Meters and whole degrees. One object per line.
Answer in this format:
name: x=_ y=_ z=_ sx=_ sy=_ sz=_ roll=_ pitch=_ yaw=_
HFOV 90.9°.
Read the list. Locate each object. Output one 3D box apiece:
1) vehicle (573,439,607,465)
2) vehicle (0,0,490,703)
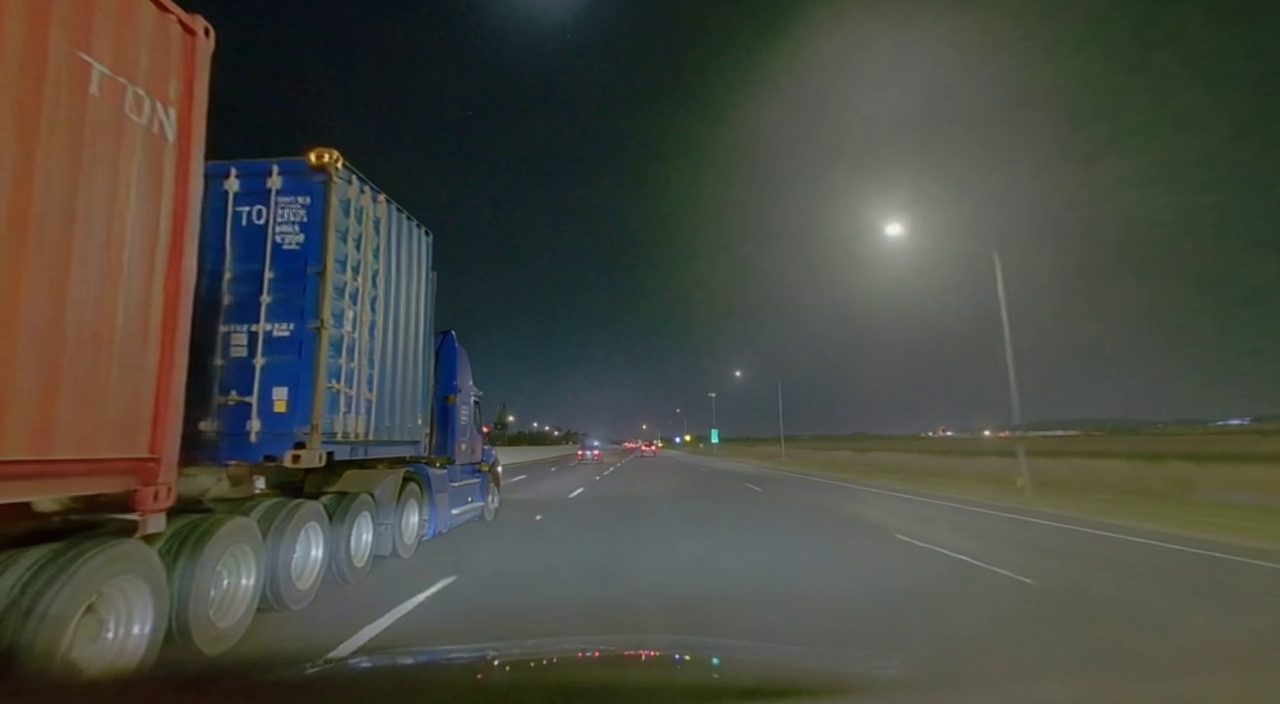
vehicle: x=-3.458 y=6.976 z=44.177 sx=1.995 sy=1.745 sz=4.187 roll=0 pitch=-8 yaw=1
vehicle: x=-3.994 y=-0.126 z=3.174 sx=2.840 sy=4.032 sz=13.388 roll=0 pitch=-8 yaw=2
